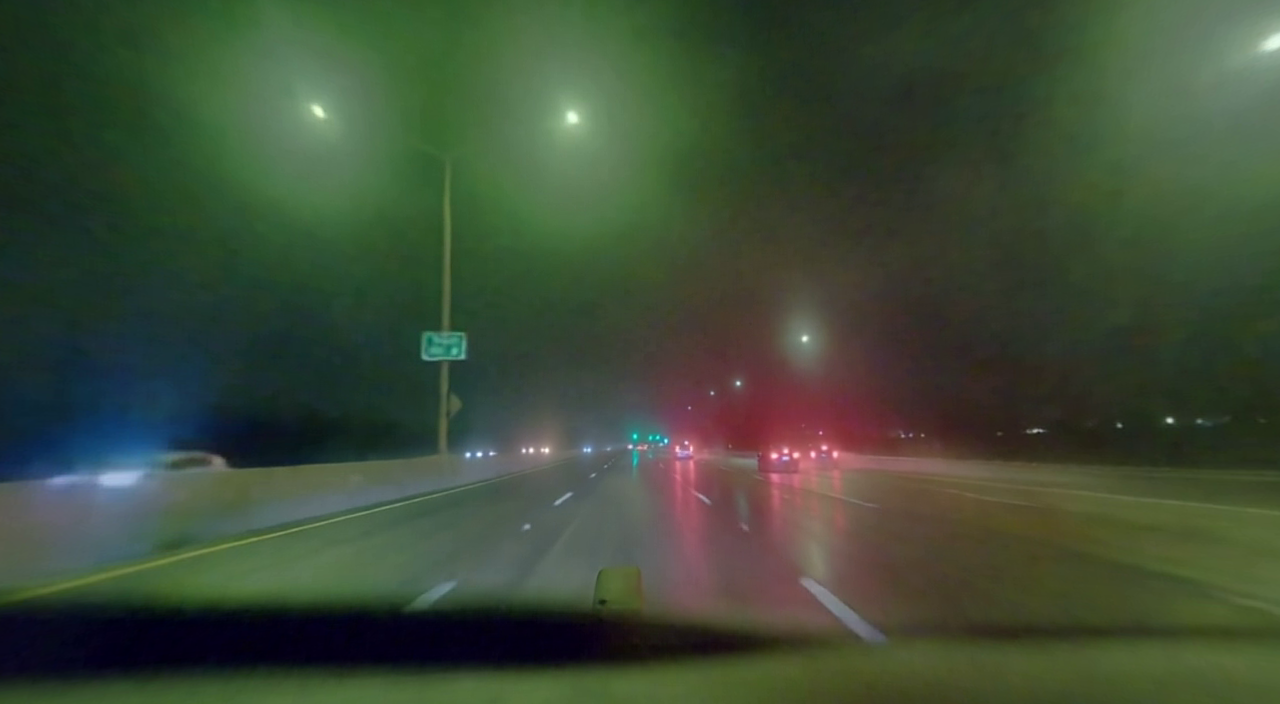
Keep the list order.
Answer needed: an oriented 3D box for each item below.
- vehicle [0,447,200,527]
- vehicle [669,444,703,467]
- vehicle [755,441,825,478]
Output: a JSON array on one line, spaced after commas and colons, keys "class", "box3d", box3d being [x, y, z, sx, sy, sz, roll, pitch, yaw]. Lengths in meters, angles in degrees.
[{"class": "vehicle", "box3d": [-10.906, 2.554, 12.486, 1.687, 1.264, 3.762, 0, -8, 0]}, {"class": "vehicle", "box3d": [3.268, 7.526, 46.103, 2.056, 1.553, 4.320, 0, -9, -1]}, {"class": "vehicle", "box3d": [6.606, 4.781, 28.274, 2.038, 1.528, 3.910, 0, -9, -2]}]
